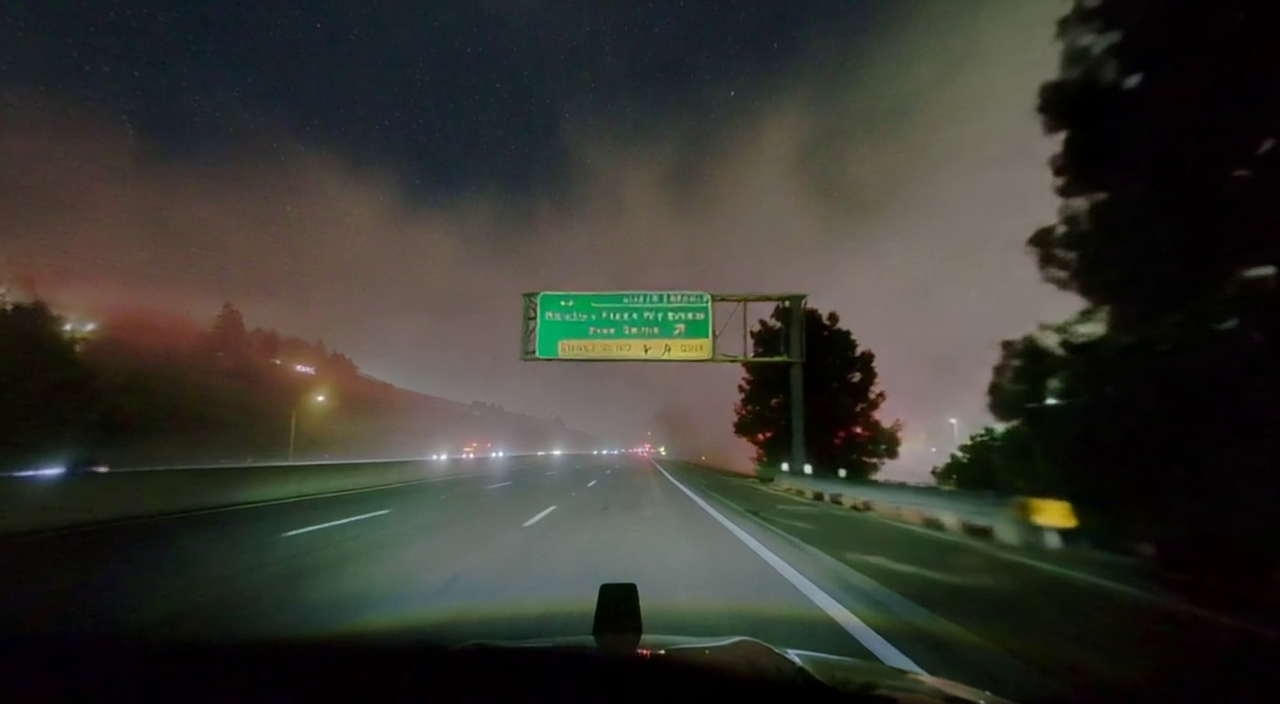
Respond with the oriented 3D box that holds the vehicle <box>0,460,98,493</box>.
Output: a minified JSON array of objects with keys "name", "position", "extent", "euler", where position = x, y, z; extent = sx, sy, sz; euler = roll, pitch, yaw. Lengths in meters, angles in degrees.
[{"name":"vehicle","position":[-39.489,8.174,41.550],"extent":[2.203,1.905,5.807],"euler":[-1,-9,1]}]
